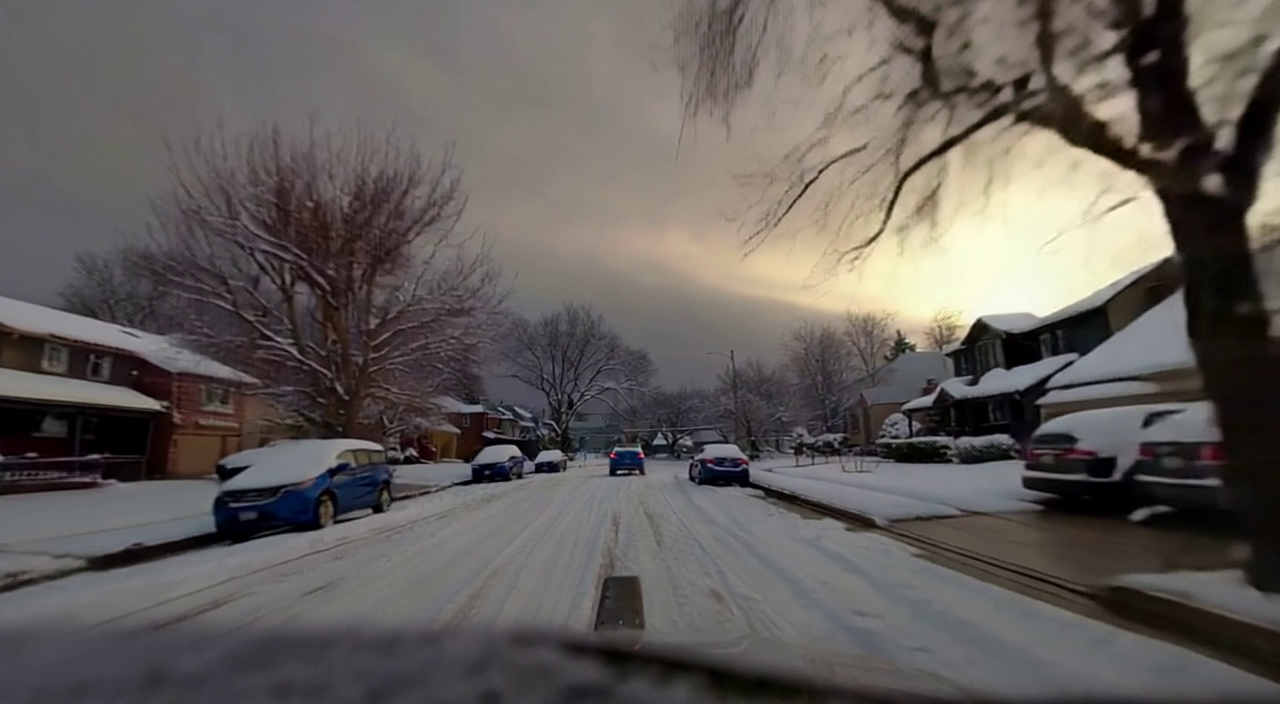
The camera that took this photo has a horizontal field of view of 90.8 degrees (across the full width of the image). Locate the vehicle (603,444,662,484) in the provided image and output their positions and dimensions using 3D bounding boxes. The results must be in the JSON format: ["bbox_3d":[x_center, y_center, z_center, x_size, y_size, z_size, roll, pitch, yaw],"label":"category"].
[{"bbox_3d":[-0.334,4.507,25.691,2.192,1.474,4.192,0,-9,-1],"label":"vehicle"}]

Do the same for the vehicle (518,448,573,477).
[{"bbox_3d":[-6.441,7.590,43.668,2.641,1.747,4.738,-3,-9,6],"label":"vehicle"}]

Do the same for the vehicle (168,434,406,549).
[{"bbox_3d":[-6.700,2.628,12.853,2.254,1.773,4.795,-2,-8,-2],"label":"vehicle"}]

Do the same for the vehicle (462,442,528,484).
[{"bbox_3d":[-7.026,5.437,31.131,2.235,1.851,4.662,-2,-9,-1],"label":"vehicle"}]

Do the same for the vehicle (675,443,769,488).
[{"bbox_3d":[2.894,4.166,23.455,2.429,1.502,4.474,1,-9,-7],"label":"vehicle"}]

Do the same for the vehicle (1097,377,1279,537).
[{"bbox_3d":[9.739,1.356,9.004,4.813,1.914,2.041,-3,-9,-5],"label":"vehicle"}]
